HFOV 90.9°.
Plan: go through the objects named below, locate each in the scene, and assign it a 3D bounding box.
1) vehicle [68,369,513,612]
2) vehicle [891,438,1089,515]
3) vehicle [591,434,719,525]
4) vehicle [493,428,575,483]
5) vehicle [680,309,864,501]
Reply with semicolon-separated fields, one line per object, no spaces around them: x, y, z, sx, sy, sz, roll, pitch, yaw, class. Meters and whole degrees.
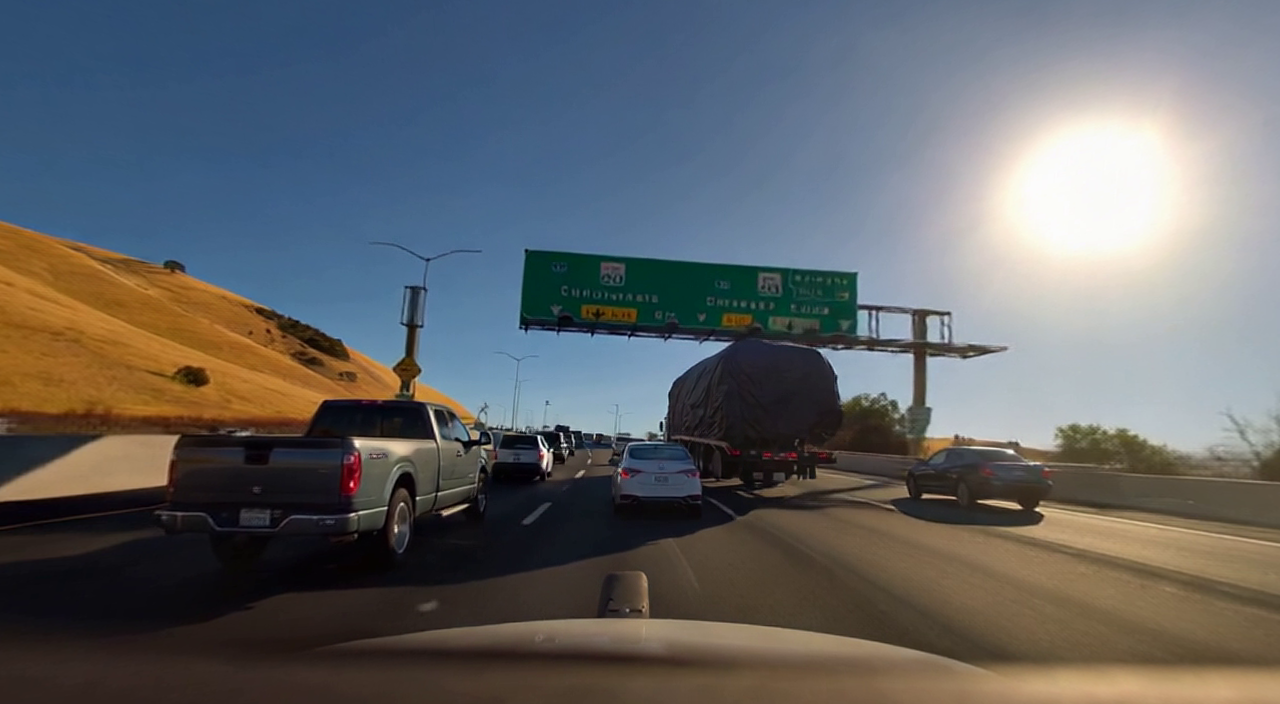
-3.289;1.466;7.705;2.318;1.902;5.374;0;-8;0;vehicle
7.760;2.768;14.595;2.092;1.495;4.194;0;-8;-2;vehicle
0.186;2.385;12.430;2.105;1.471;3.978;0;-8;-2;vehicle
-3.787;3.801;23.557;2.348;1.821;5.061;0;-8;-2;vehicle
3.148;1.878;18.945;2.759;4.098;10.906;0;-8;-2;vehicle
